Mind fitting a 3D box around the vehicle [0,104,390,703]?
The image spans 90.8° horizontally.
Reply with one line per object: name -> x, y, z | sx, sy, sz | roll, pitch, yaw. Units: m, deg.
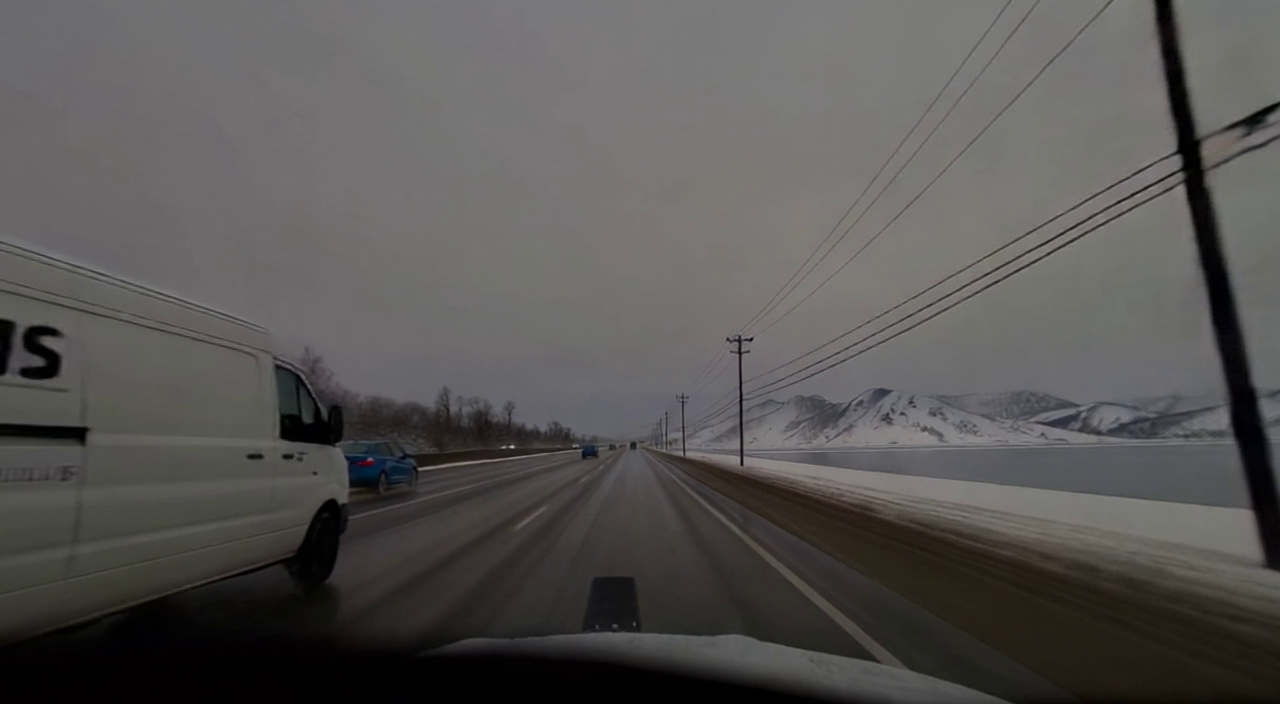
vehicle -> -3.826, 0.463, 3.288 | 2.331, 2.757, 6.581 | 0, -8, 0
